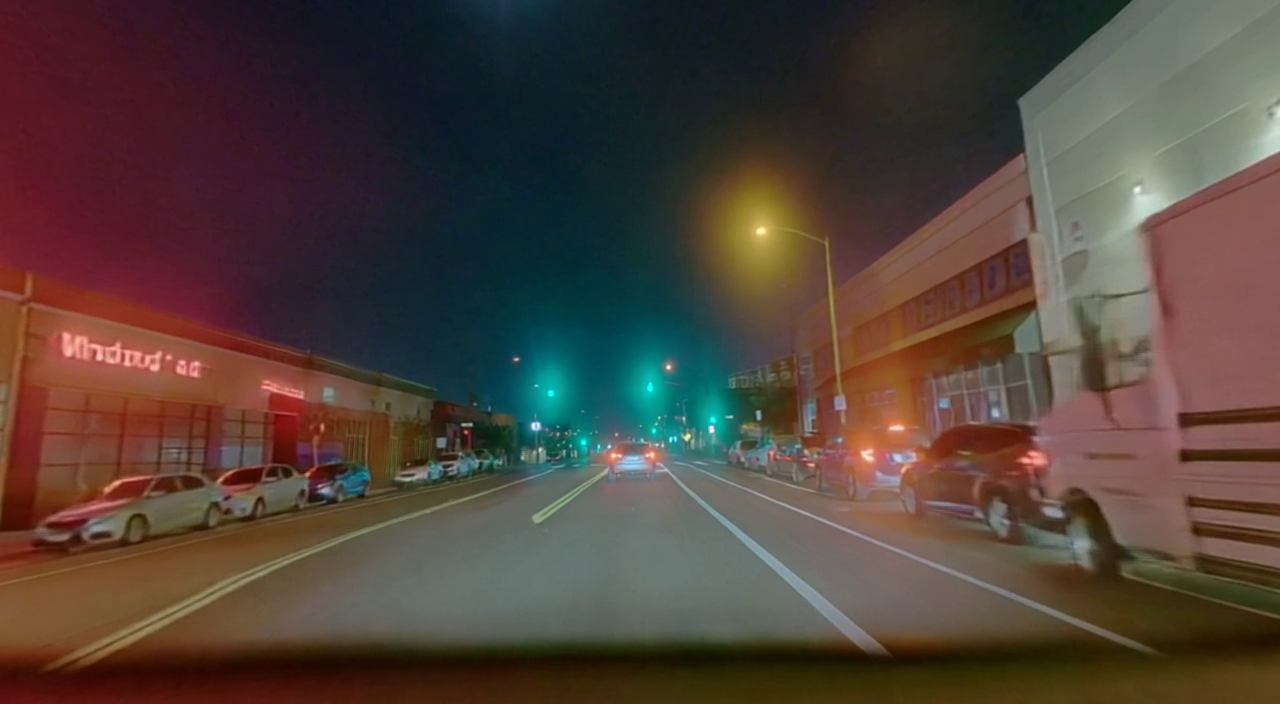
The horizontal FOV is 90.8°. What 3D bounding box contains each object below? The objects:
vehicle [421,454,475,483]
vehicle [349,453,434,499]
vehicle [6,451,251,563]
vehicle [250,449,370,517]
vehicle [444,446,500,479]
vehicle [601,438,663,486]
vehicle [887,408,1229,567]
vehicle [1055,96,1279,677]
[{"bbox_3d":[-11.224,6.813,37.254,1.868,1.502,4.626,0,-8,-2],"label":"vehicle"},{"bbox_3d":[-11.232,5.594,28.929,1.920,1.498,4.591,-5,-6,1],"label":"vehicle"},{"bbox_3d":[-11.259,3.339,14.404,2.055,1.685,4.370,-5,-5,-1],"label":"vehicle"},{"bbox_3d":[-11.450,4.499,22.333,1.872,1.731,4.656,-4,-6,-2],"label":"vehicle"},{"bbox_3d":[-11.420,7.503,43.475,2.240,2.052,5.872,0,-8,0],"label":"vehicle"},{"bbox_3d":[-0.305,4.030,23.539,2.086,1.575,4.205,0,-8,-1],"label":"vehicle"},{"bbox_3d":[5.678,1.883,9.579,1.950,1.788,4.658,0,-8,0],"label":"vehicle"},{"bbox_3d":[5.422,-0.050,2.142,2.893,3.553,7.295,0,-8,0],"label":"vehicle"}]
